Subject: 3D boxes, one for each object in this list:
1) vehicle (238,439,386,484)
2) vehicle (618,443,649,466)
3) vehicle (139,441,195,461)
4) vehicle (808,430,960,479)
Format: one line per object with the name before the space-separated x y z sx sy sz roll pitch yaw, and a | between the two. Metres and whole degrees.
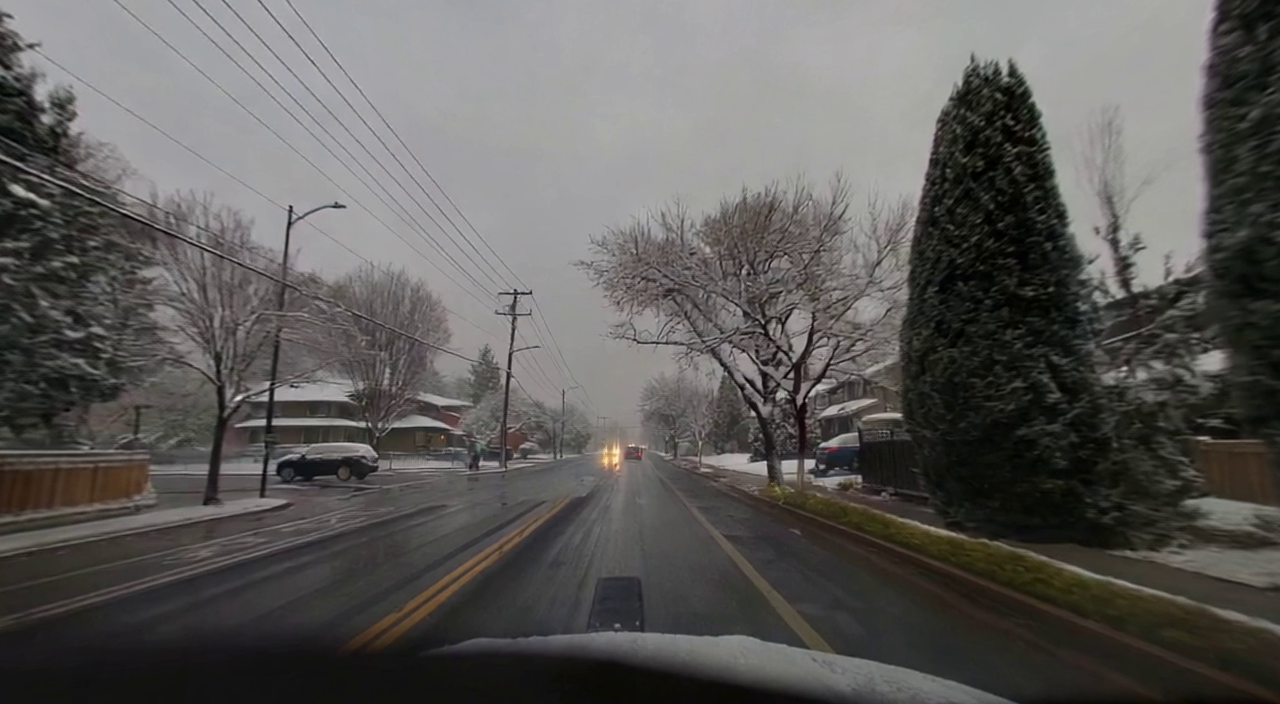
vehicle | -14.383 4.826 27.954 5.217 1.866 2.342 0 -9 1
vehicle | -0.487 7.985 49.445 2.303 1.747 4.679 0 -8 0
vehicle | -35.079 7.359 46.931 1.533 1.417 3.342 0 -9 1
vehicle | 8.993 3.840 23.750 4.953 1.704 1.952 -1 -9 10
